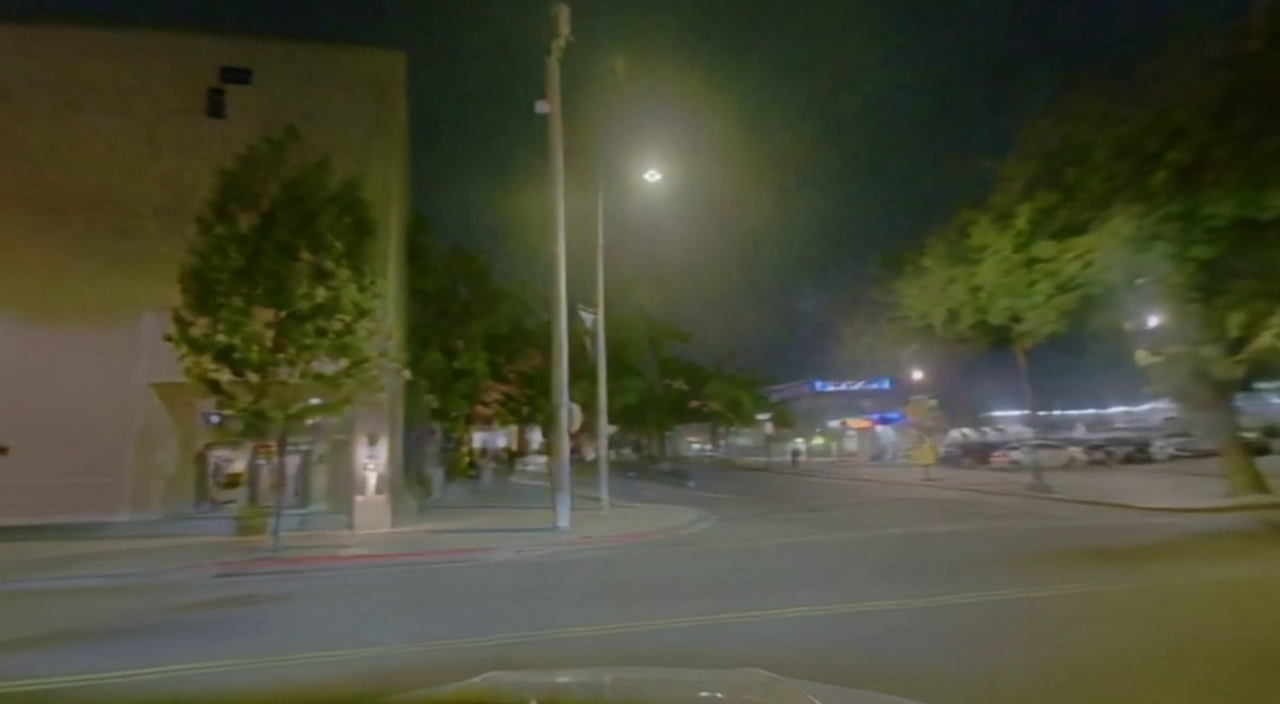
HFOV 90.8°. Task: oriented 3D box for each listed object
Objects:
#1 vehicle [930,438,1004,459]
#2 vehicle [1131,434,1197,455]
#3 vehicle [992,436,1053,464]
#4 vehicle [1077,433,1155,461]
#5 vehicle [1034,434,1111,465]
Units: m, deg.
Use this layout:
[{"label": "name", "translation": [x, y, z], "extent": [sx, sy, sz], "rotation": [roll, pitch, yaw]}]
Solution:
[{"label": "vehicle", "translation": [23.576, 6.973, 45.667], "extent": [1.734, 1.418, 4.317], "rotation": [6, -11, -36]}, {"label": "vehicle", "translation": [40.864, 7.202, 49.337], "extent": [1.660, 1.415, 3.627], "rotation": [4, -7, -37]}, {"label": "vehicle", "translation": [21.500, 5.537, 35.700], "extent": [2.130, 1.458, 4.157], "rotation": [-4, -9, 20]}, {"label": "vehicle", "translation": [27.492, 5.522, 36.702], "extent": [2.102, 1.541, 4.416], "rotation": [-3, -9, 16]}, {"label": "vehicle", "translation": [23.913, 5.410, 35.149], "extent": [2.121, 1.541, 5.124], "rotation": [-3, -9, 19]}]
